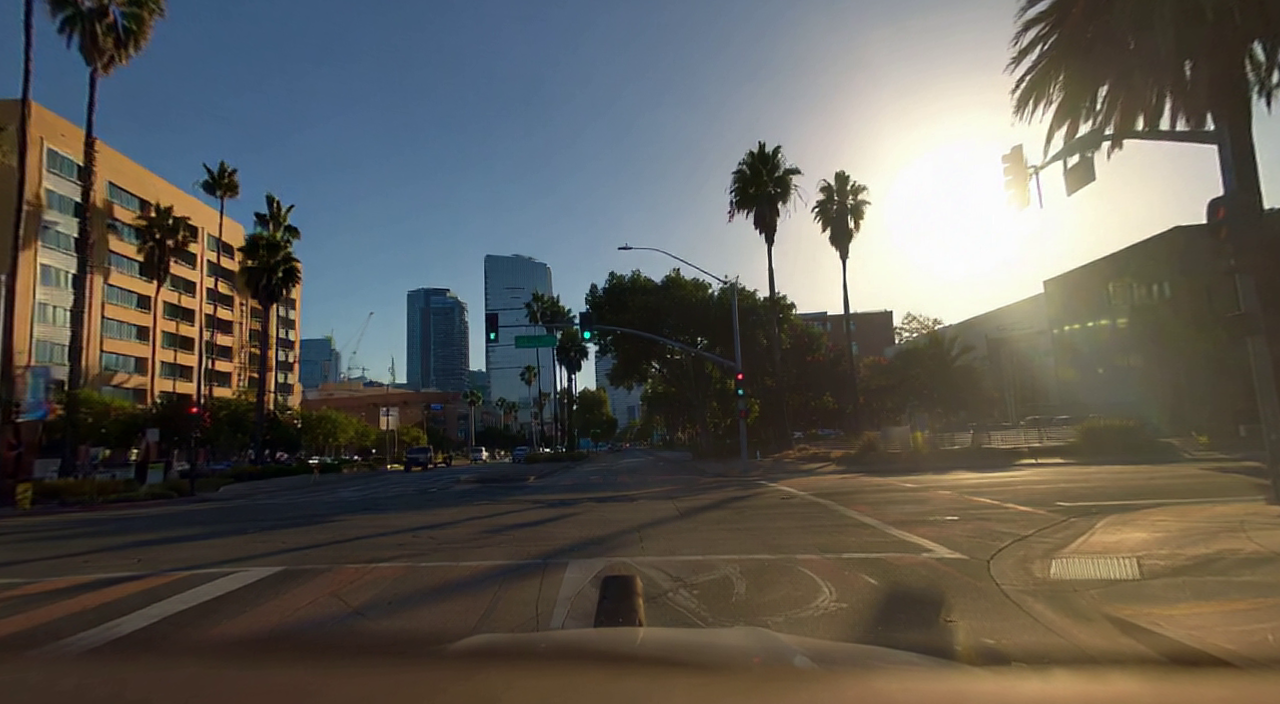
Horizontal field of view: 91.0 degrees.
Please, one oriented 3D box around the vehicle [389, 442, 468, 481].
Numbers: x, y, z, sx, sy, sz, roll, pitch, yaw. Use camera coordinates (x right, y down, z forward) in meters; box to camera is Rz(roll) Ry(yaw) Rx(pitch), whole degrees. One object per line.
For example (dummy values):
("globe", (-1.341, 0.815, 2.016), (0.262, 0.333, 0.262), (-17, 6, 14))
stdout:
("vehicle", (-10.742, 5.581, 32.364), (2.270, 1.833, 4.860), (0, -9, 1))
